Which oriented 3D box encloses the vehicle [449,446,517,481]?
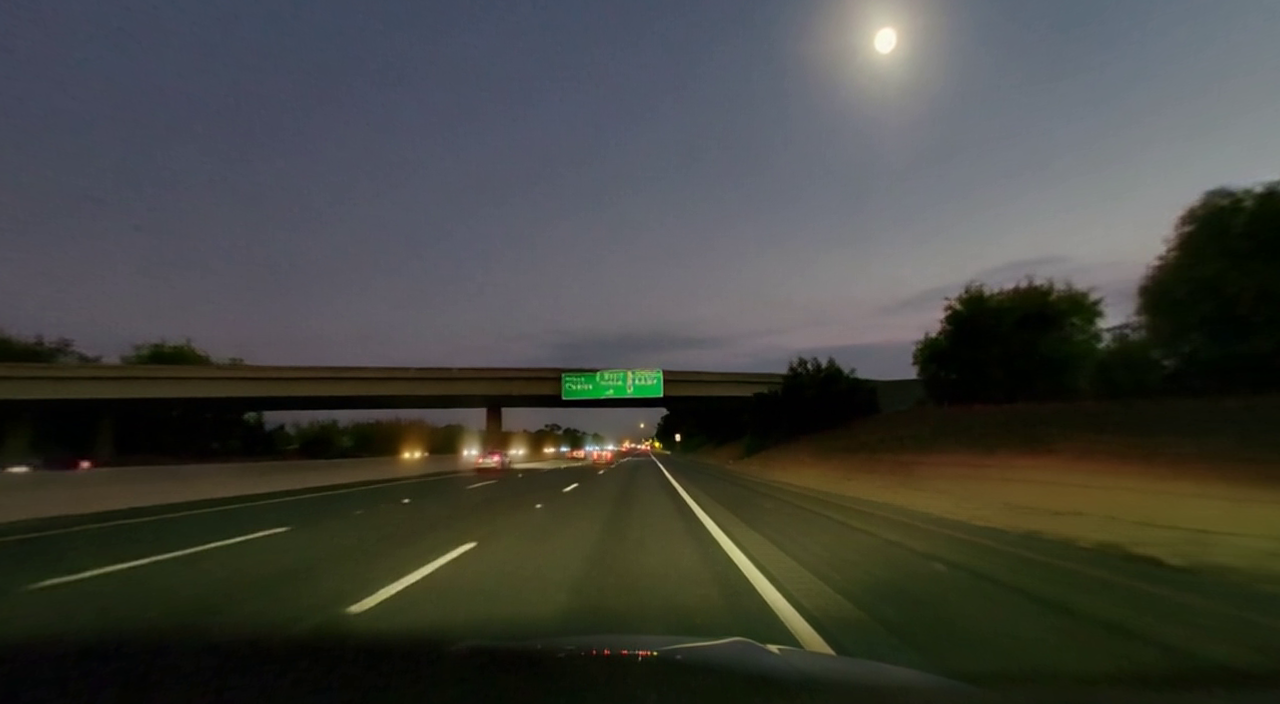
[{"bbox_3d":[-7.401,5.309,30.216,2.002,1.507,4.631,0,-9,1],"label":"vehicle"}]
